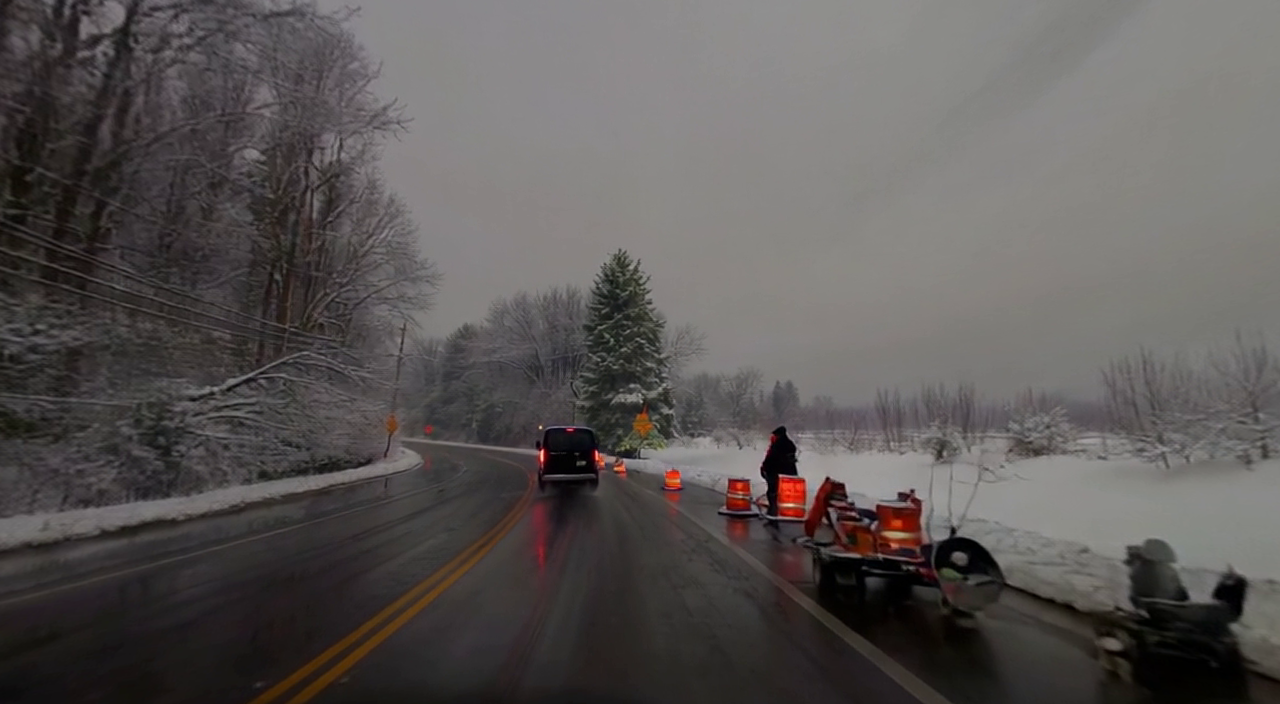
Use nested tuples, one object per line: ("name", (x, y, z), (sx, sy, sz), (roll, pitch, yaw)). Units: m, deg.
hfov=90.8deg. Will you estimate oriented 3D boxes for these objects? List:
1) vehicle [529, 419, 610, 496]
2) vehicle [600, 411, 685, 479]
("vehicle", (-2.481, 3.468, 21.026), (2.362, 2.223, 4.892), (2, -9, -10))
("vehicle", (-0.118, 5.147, 35.576), (3.126, 3.310, 8.534), (1, -8, -11))
